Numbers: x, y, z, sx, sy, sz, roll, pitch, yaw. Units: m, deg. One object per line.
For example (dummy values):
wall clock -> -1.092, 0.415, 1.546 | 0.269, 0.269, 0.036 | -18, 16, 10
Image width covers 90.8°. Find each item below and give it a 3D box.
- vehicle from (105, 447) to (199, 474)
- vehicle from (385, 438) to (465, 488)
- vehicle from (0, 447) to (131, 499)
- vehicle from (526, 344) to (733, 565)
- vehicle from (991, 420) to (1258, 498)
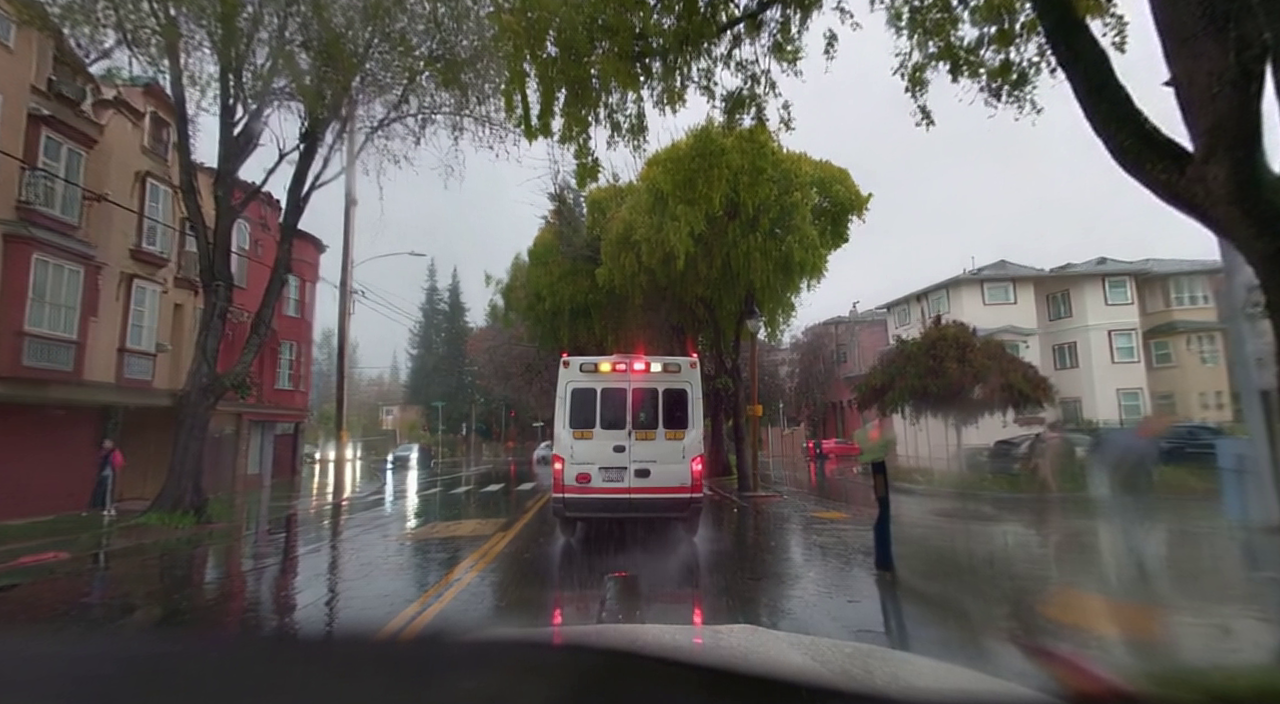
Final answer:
vehicle -> -33.302, 7.388, 43.247 | 4.616, 1.738, 1.974 | 3, -9, -21
vehicle -> -8.695, 4.363, 25.267 | 2.290, 1.776, 4.947 | 4, -9, -26
vehicle -> -18.857, 3.711, 19.574 | 4.412, 1.468, 1.914 | 0, -8, -2
vehicle -> -0.153, 1.602, 10.383 | 2.444, 2.640, 5.482 | 0, -8, 0
vehicle -> 13.125, 2.950, 17.596 | 5.270, 1.966, 2.329 | -2, -8, 11
